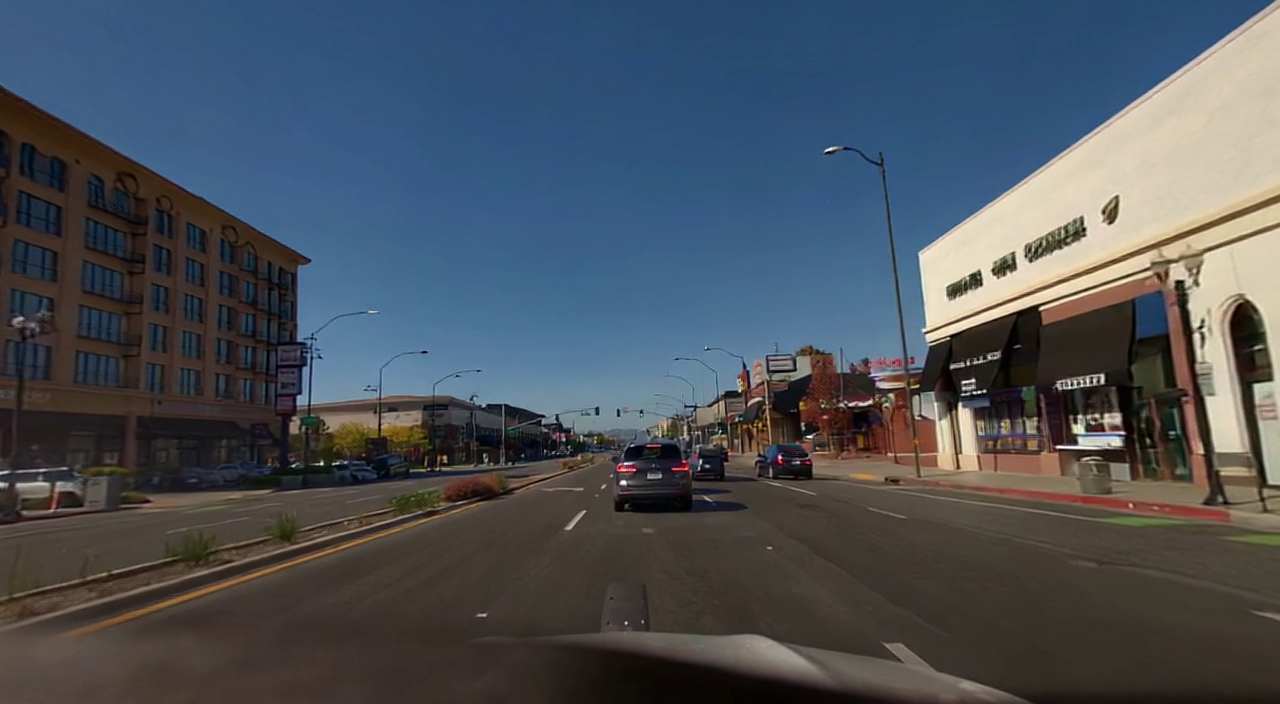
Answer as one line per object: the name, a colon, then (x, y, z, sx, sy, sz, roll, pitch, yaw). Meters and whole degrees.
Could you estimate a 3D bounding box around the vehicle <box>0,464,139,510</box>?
vehicle: (-25.888, 6.098, 28.821, 2.026, 1.808, 4.835, 0, -9, -2)

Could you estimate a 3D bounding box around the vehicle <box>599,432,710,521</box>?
vehicle: (0.272, 2.671, 14.027, 2.125, 1.669, 3.880, 0, -8, 0)

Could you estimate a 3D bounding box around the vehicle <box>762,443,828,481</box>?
vehicle: (7.189, 5.146, 29.746, 2.086, 1.627, 4.294, 0, -8, 1)

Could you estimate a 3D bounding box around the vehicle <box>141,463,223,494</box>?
vehicle: (-27.892, 7.700, 38.543, 1.861, 1.578, 4.152, 0, -8, 1)
